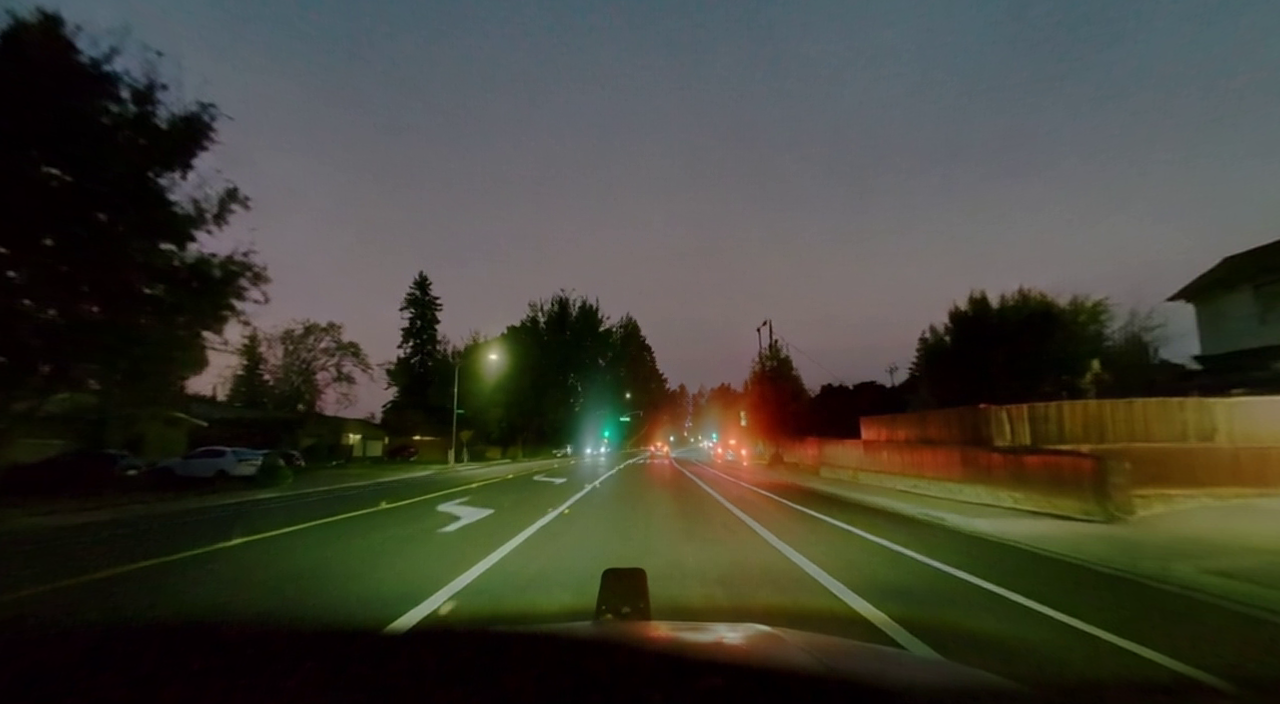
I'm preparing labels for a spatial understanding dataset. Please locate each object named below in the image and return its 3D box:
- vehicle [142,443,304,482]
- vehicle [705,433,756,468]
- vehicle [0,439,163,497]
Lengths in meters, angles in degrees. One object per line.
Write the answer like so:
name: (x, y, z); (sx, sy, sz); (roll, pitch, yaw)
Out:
vehicle: (-18.247, 4.841, 27.805); (5.419, 1.649, 2.396); (0, -8, 1)
vehicle: (5.258, 5.837, 37.473); (2.233, 1.887, 5.347); (0, -8, 0)
vehicle: (-18.922, 3.839, 21.197); (4.372, 1.745, 2.017); (6, -10, -35)
